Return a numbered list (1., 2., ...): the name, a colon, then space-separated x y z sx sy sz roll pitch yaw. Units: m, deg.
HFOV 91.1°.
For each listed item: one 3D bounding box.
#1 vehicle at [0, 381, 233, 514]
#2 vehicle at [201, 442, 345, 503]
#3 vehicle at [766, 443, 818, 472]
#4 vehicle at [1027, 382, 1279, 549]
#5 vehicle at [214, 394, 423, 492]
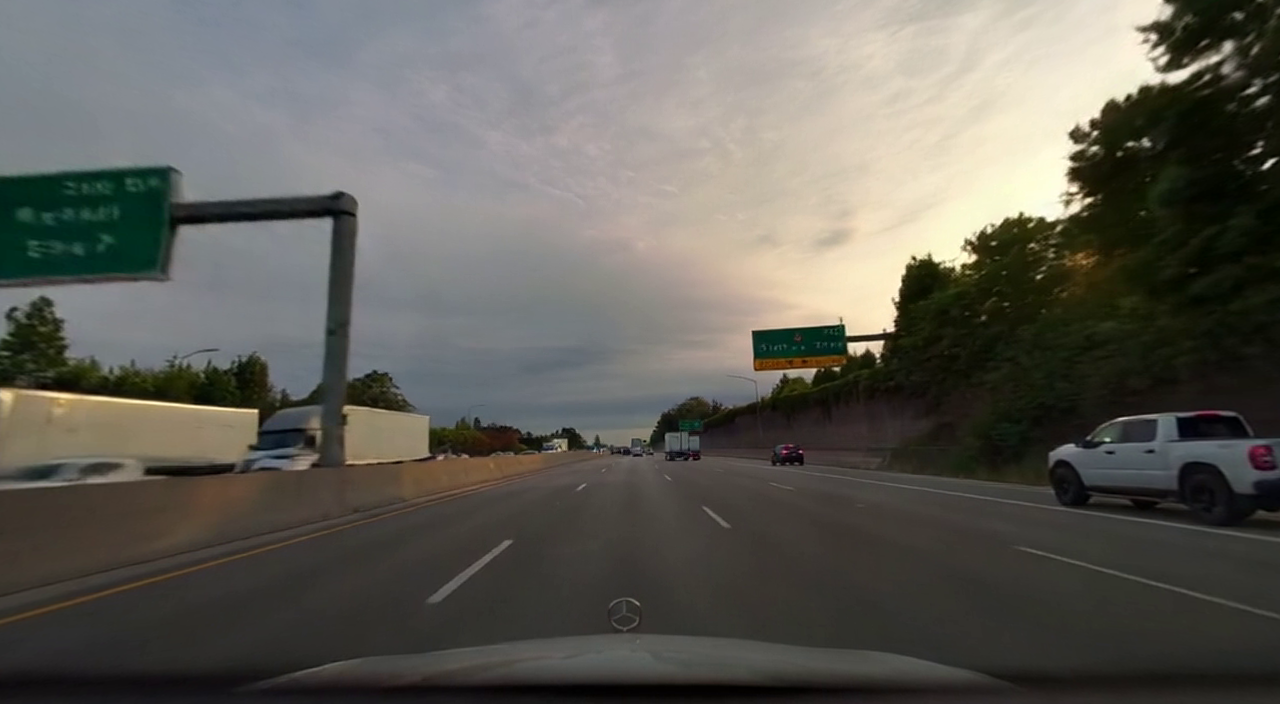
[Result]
1. vehicle: -23.048 3.900 25.459 3.273 4.347 15.906 0 -9 -3
2. vehicle: -12.489 4.106 21.906 2.018 1.849 4.922 0 -9 0
3. vehicle: 9.295 6.484 38.894 1.950 1.632 4.845 0 -9 -1
4. vehicle: 9.060 1.741 10.003 2.184 2.052 5.650 0 -9 0
5. vehicle: -16.282 5.036 34.384 3.520 4.128 15.275 0 -9 -1
